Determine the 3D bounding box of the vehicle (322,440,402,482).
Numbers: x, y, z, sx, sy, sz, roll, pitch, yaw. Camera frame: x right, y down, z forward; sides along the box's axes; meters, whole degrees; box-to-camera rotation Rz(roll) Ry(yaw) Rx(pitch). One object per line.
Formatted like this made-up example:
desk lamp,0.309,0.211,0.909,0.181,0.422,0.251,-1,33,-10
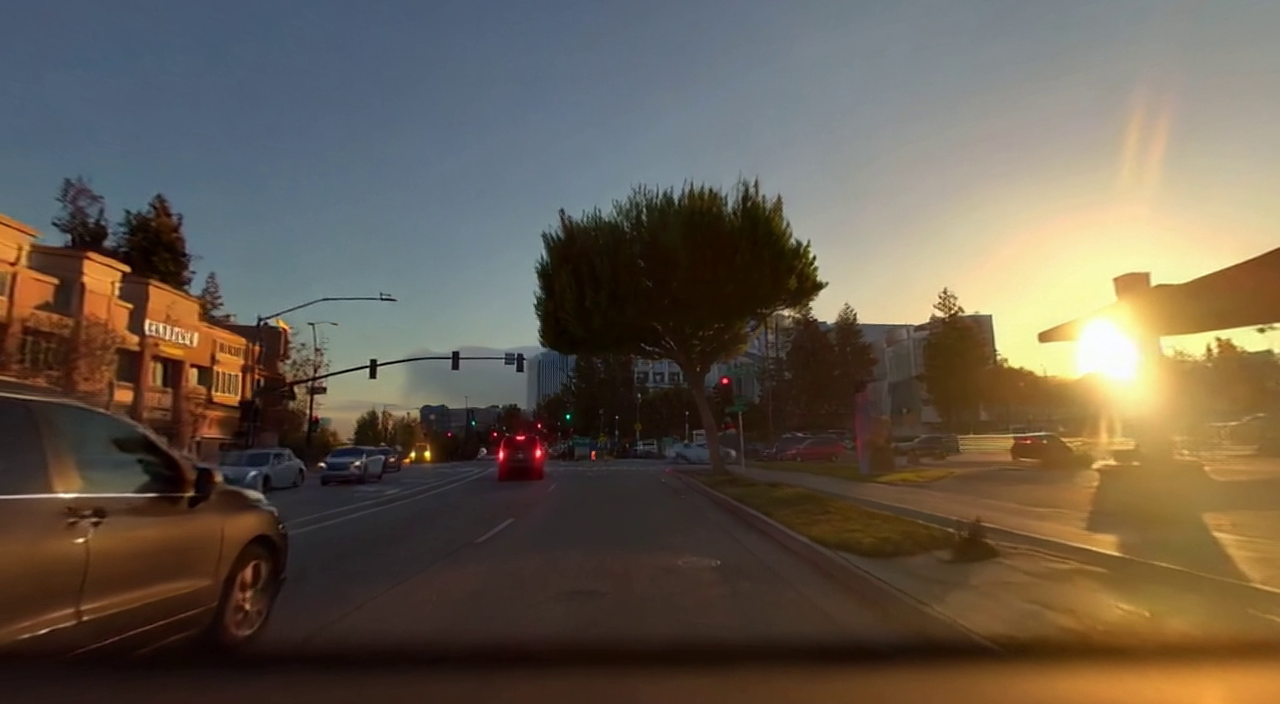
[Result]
vehicle,-11.654,4.579,26.796,1.925,1.631,4.250,1,-9,-7

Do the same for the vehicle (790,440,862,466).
vehicle,13.554,7.280,45.924,4.857,1.803,2.147,-3,-8,19

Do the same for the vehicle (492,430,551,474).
vehicle,-5.236,4.534,28.655,2.134,1.799,5.082,1,-9,-5

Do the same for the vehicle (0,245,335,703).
vehicle,-3.437,0.491,1.543,2.509,1.885,5.831,0,-9,-1

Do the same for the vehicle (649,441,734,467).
vehicle,3.454,6.797,42.393,5.257,1.627,2.161,-4,-10,27
